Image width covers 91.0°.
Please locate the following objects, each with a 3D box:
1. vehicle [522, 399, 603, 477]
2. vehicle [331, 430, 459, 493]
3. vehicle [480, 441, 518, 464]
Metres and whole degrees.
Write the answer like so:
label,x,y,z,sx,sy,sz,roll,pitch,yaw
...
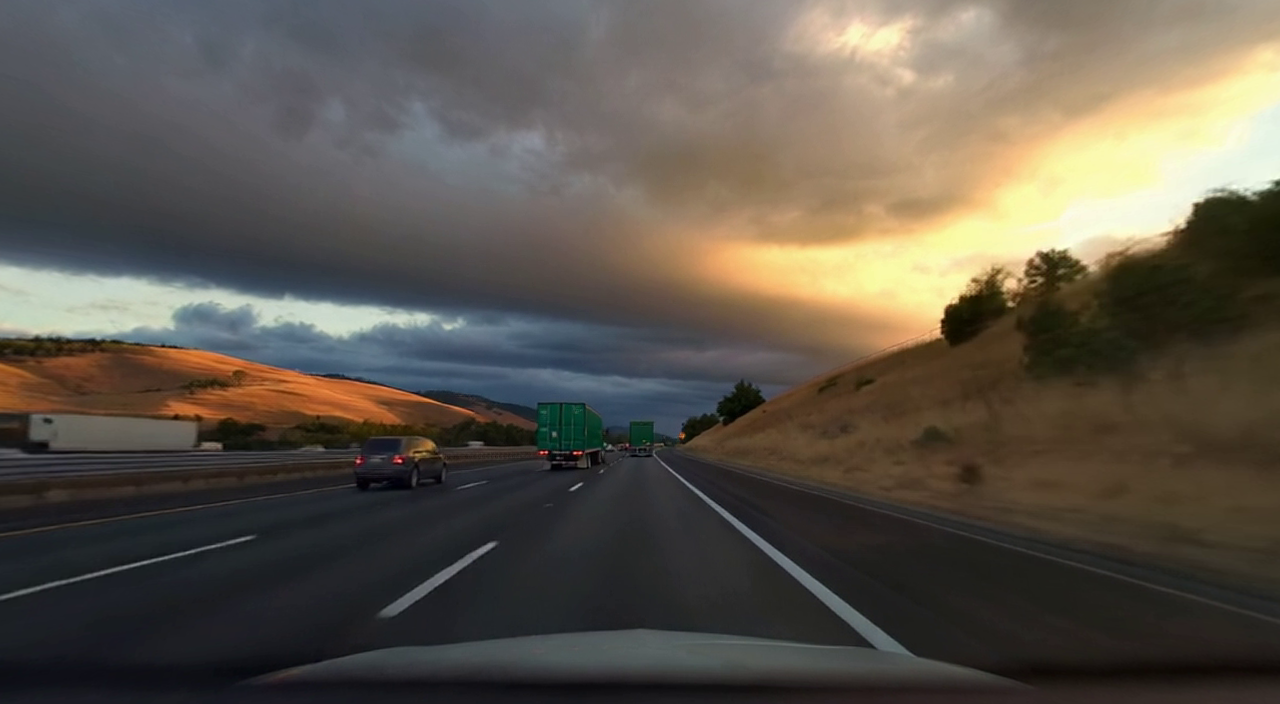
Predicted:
label,x,y,z,sx,sy,sz,roll,pitch,yaw
vehicle,-3.622,4.500,32.442,2.789,3.271,10.894,0,-9,0
vehicle,-7.550,3.431,20.035,2.125,1.725,4.715,0,-9,0
vehicle,-10.871,7.804,48.842,1.964,1.652,4.071,0,-9,1
